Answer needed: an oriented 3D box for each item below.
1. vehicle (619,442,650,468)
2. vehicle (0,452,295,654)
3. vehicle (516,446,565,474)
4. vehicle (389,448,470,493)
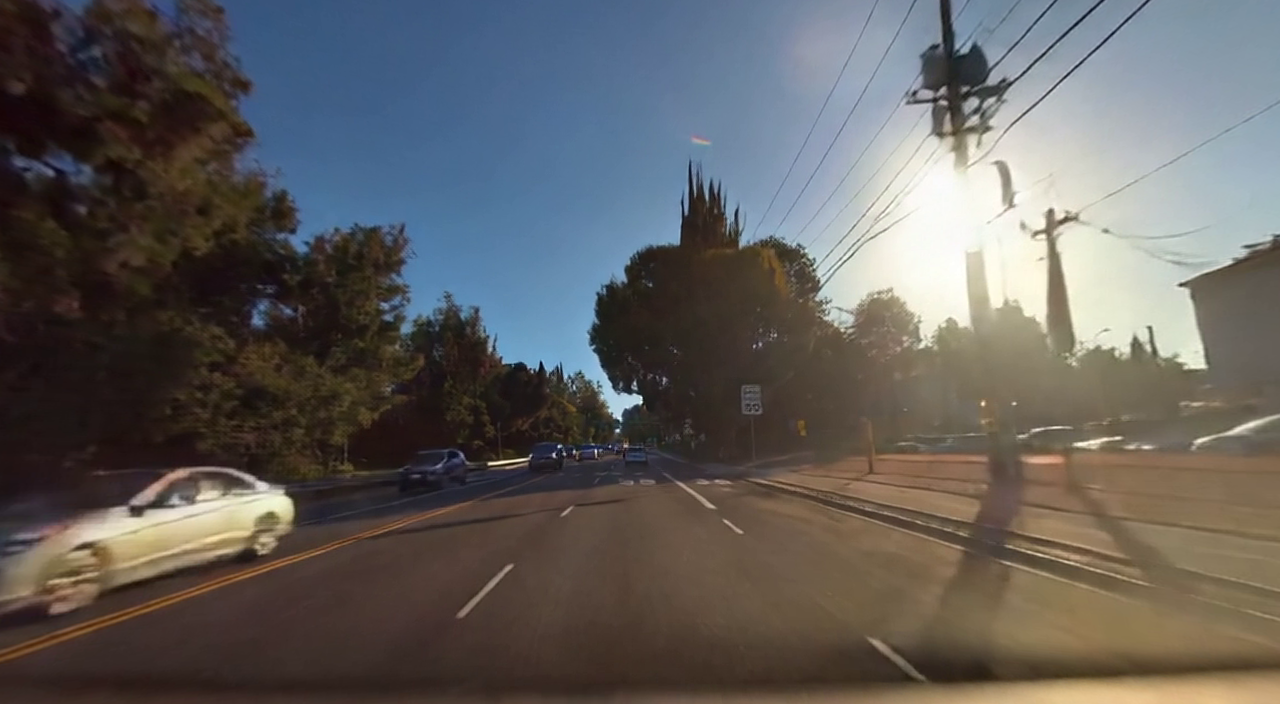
[{"bbox_3d":[-0.421,7.510,46.204,2.163,1.746,4.073,0,-8,-2],"label":"vehicle"},{"bbox_3d":[-5.801,1.805,6.553,2.030,1.445,4.321,-1,-8,0],"label":"vehicle"},{"bbox_3d":[-6.509,7.116,41.851,2.305,1.685,5.690,-1,-8,0],"label":"vehicle"},{"bbox_3d":[-9.085,5.095,27.723,1.988,1.744,4.687,-1,-8,-1],"label":"vehicle"}]
